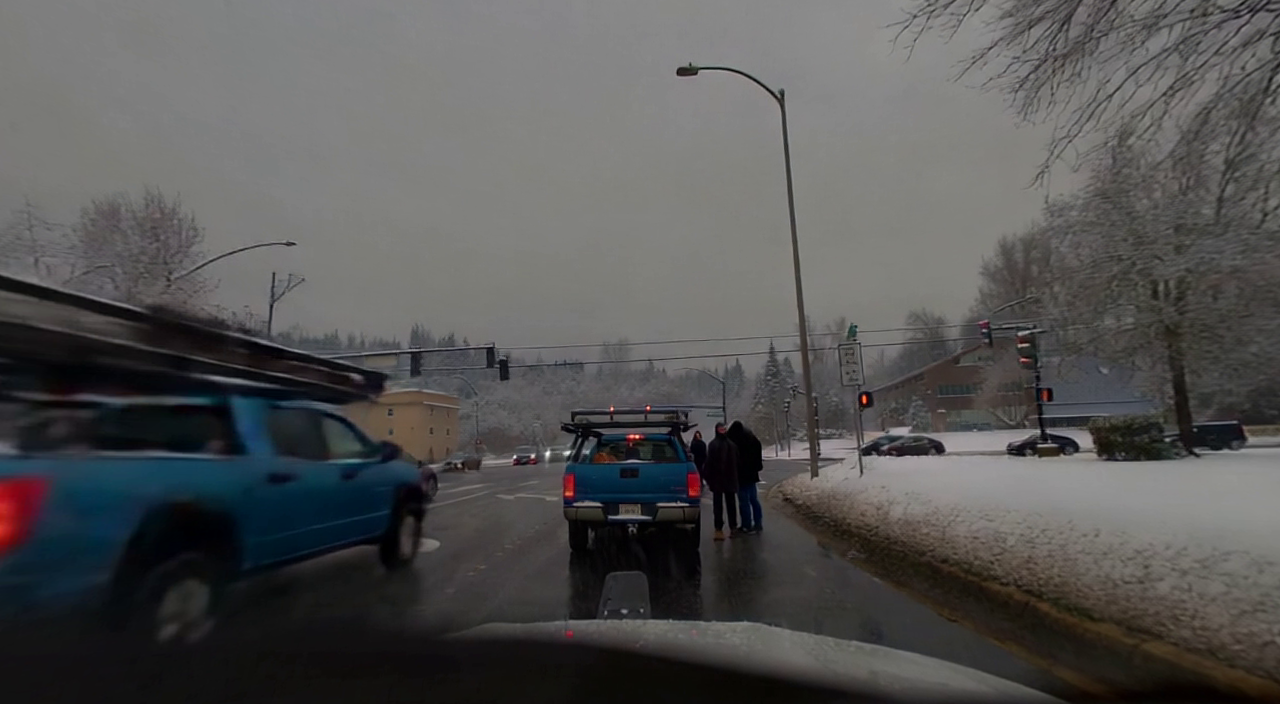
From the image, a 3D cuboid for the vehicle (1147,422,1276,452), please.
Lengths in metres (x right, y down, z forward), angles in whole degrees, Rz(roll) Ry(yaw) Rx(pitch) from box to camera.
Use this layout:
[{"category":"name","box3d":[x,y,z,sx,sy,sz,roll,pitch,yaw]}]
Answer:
[{"category":"vehicle","box3d":[30.545,4.601,33.789,4.739,1.472,1.804,-5,-10,29]}]

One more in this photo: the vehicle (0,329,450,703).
[{"category":"vehicle","box3d":[-3.492,1.183,4.815,2.273,1.788,5.258,0,-9,2]}]

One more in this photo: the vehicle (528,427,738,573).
[{"category":"vehicle","box3d":[-0.055,1.863,8.681,2.182,1.501,4.150,0,-9,1]}]

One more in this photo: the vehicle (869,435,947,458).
[{"category":"vehicle","box3d":[17.544,6.201,41.114,4.441,1.452,1.798,-5,-10,30]}]

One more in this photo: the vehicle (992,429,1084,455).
[{"category":"vehicle","box3d":[23.818,5.436,37.746,4.454,1.440,1.816,-5,-10,30]}]
